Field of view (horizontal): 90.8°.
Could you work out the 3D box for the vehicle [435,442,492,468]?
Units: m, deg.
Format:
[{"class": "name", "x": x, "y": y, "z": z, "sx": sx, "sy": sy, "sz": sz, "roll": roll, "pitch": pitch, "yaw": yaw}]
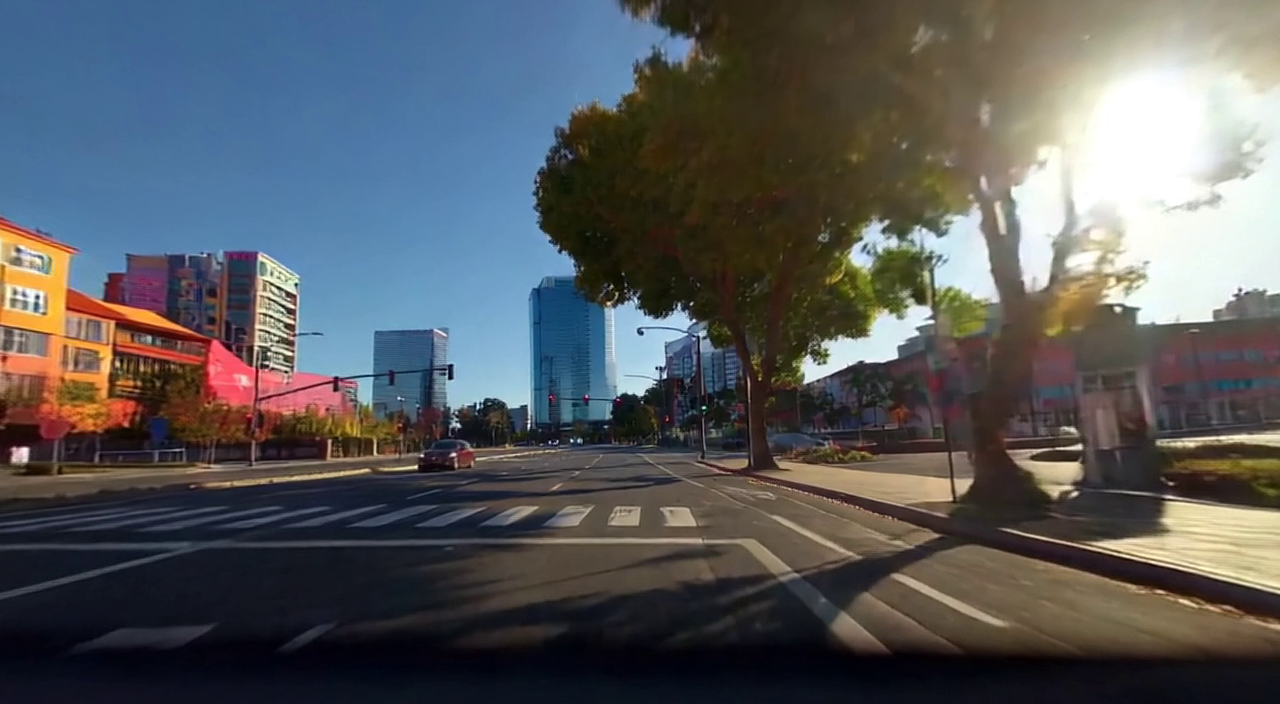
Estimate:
[{"class": "vehicle", "x": -10.317, "y": 6.043, "z": 37.288, "sx": 2.089, "sy": 1.390, "sz": 4.555, "roll": 0, "pitch": -8, "yaw": 0}]
